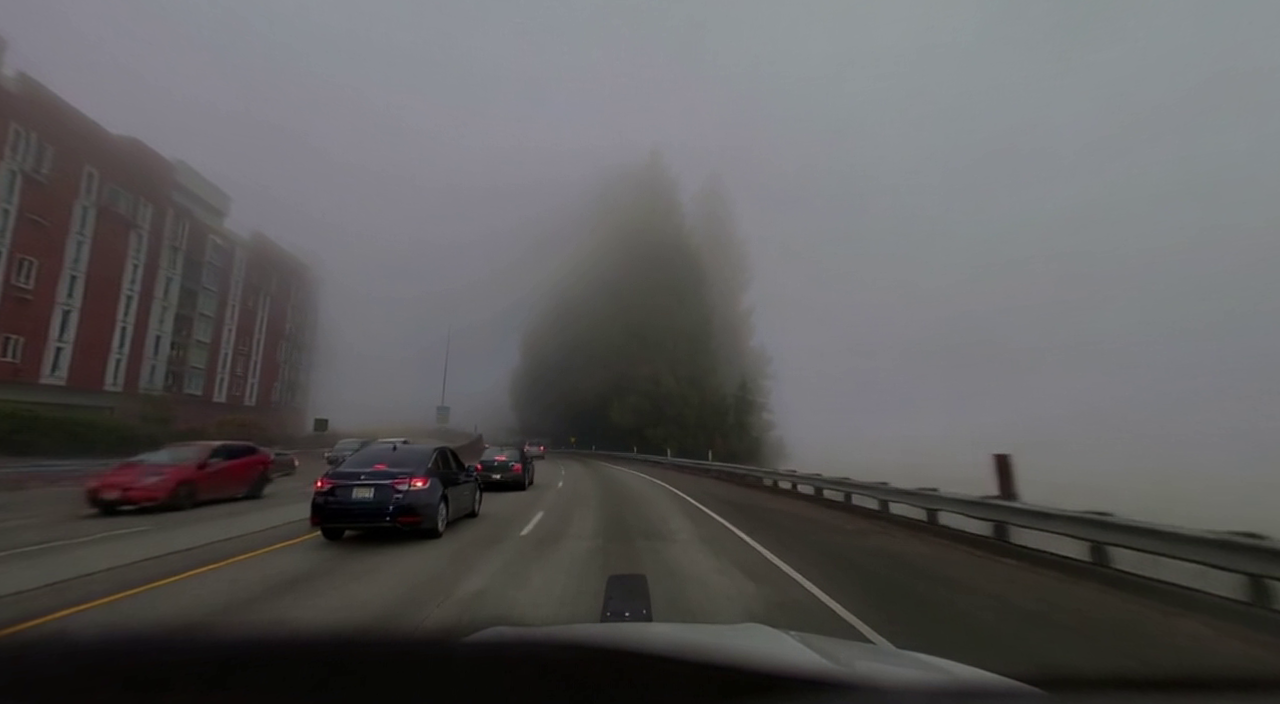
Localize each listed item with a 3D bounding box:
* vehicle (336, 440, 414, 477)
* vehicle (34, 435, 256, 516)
[{"bbox_3d":[-11.826,4.761,28.478,1.957,1.514,4.528,0,-9,-5],"label":"vehicle"},{"bbox_3d":[-10.916,2.715,14.382,1.897,1.538,4.033,0,-9,-3],"label":"vehicle"}]
